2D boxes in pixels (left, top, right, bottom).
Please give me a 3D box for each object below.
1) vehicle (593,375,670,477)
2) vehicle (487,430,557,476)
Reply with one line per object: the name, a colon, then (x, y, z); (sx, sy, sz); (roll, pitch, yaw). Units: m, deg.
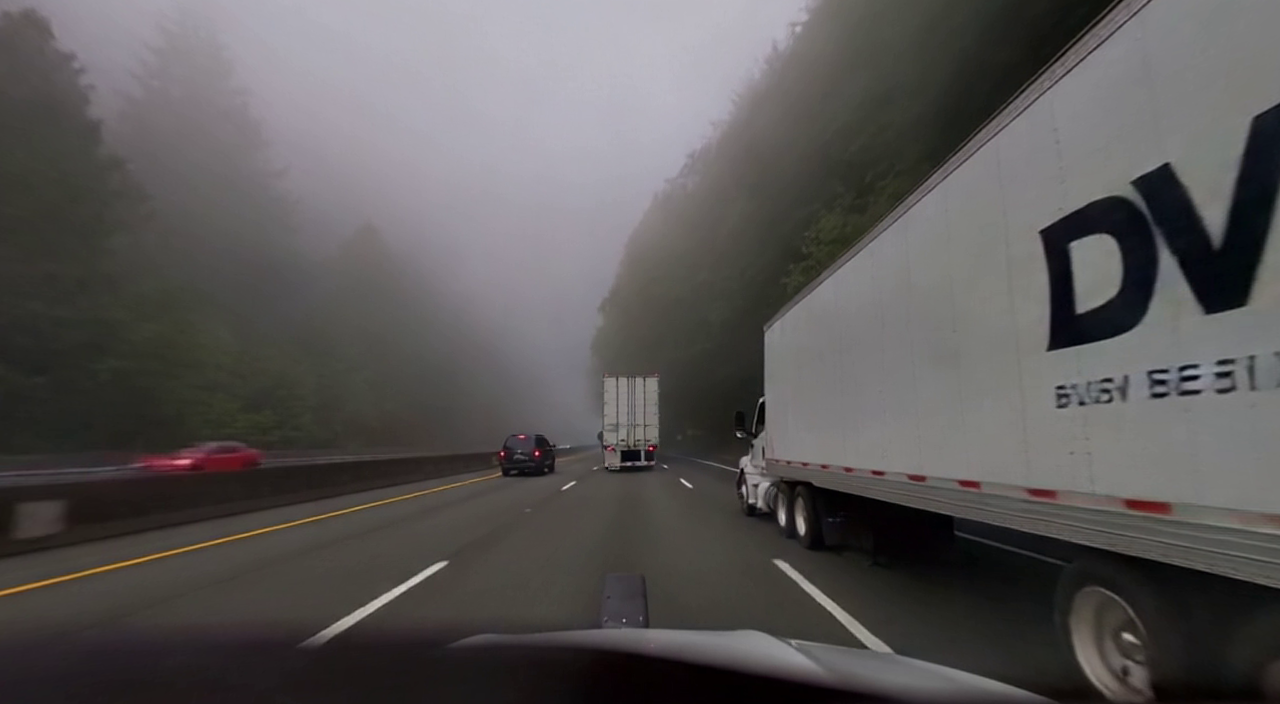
vehicle: (-0.431, 3.602, 29.727); (2.969, 3.957, 10.270); (0, -8, -1)
vehicle: (-4.876, 4.259, 26.793); (2.086, 1.778, 4.544); (0, -8, 0)
